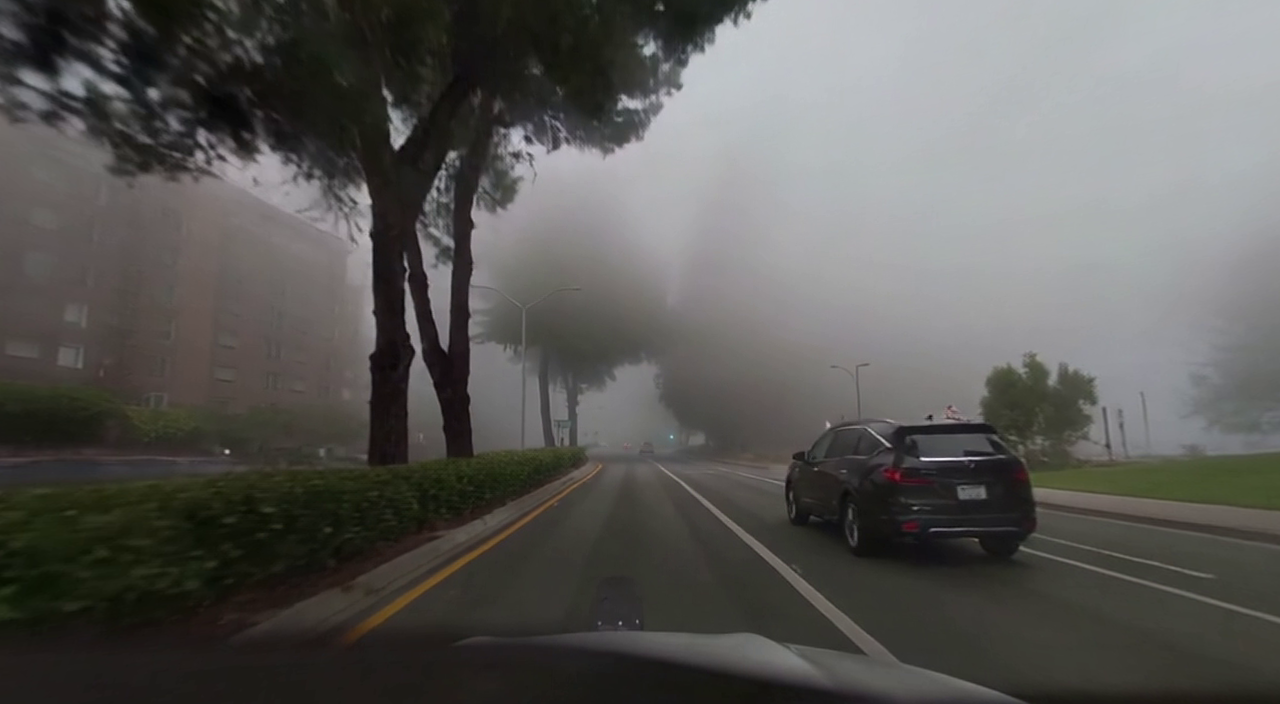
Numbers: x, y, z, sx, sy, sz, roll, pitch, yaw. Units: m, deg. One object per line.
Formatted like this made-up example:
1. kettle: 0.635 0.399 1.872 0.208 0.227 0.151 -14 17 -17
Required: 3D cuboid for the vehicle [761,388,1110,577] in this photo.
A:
1. vehicle: 3.622 1.751 9.305 2.505 1.971 5.162 0 -9 -1
